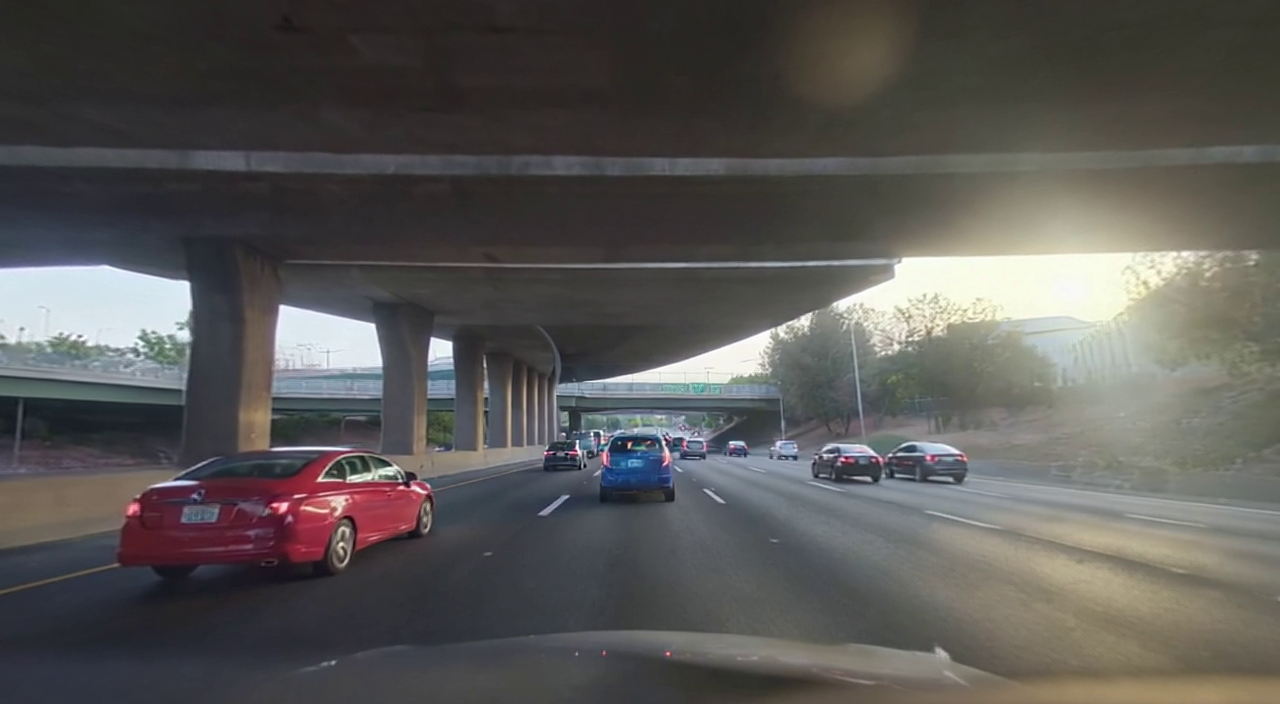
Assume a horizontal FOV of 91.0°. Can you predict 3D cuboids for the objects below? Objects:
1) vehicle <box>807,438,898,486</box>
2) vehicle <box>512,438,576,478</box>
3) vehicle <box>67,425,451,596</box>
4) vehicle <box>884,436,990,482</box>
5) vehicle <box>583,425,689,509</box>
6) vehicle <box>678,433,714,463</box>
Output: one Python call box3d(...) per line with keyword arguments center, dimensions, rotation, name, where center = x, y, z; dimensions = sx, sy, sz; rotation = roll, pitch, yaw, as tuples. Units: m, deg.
box3d(center=(7.289, 3.799, 21.982), dimensions=(1.880, 1.526, 3.641), rotation=(0, -9, 0), name="vehicle")
box3d(center=(-3.931, 4.423, 26.439), dimensions=(1.947, 1.516, 4.295), rotation=(0, -9, 1), name="vehicle")
box3d(center=(-4.049, 1.738, 7.837), dimensions=(1.974, 1.478, 4.412), rotation=(0, -9, 0), name="vehicle")
box3d(center=(11.488, 4.158, 24.728), dimensions=(1.992, 1.625, 4.359), rotation=(0, -9, 0), name="vehicle")
box3d(center=(-0.078, 2.678, 15.040), dimensions=(2.181, 1.697, 4.021), rotation=(0, -9, 0), name="vehicle")
box3d(center=(3.761, 6.573, 43.062), dimensions=(2.069, 1.876, 4.447), rotation=(0, -9, 0), name="vehicle")
